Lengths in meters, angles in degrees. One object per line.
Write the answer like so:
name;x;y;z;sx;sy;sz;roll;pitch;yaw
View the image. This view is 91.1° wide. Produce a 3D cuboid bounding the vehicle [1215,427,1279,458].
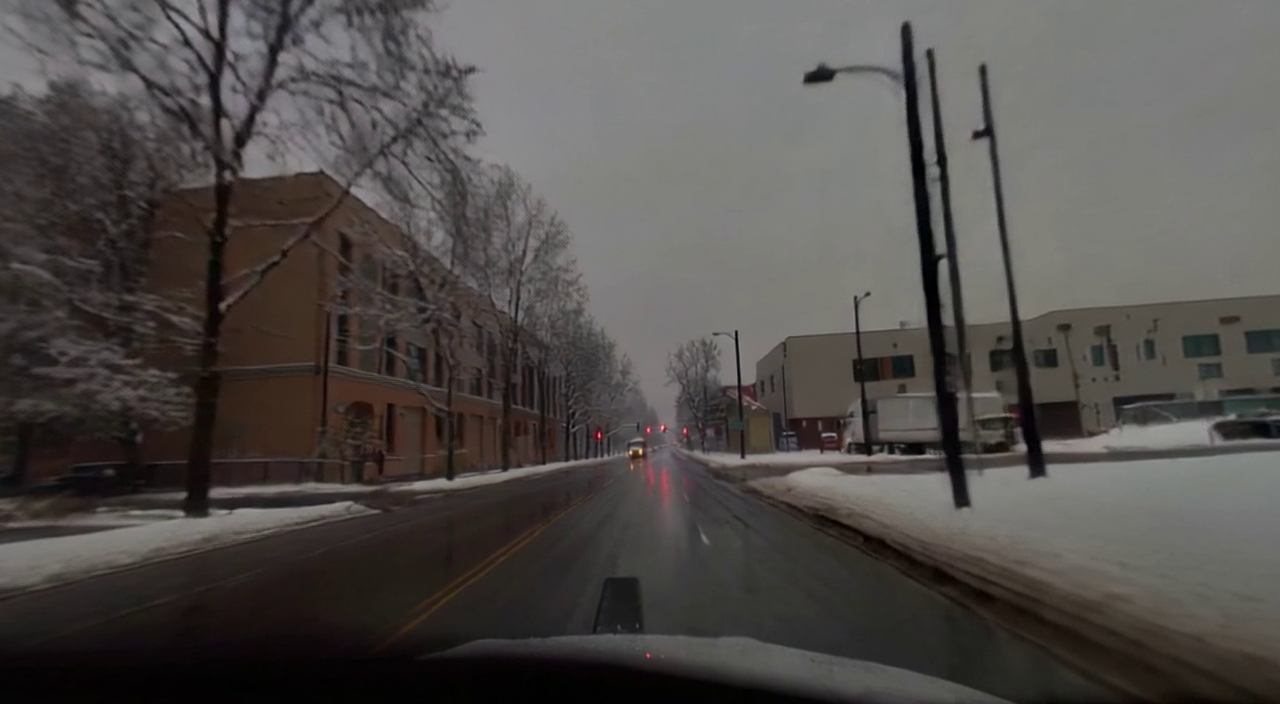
vehicle;32.418;4.729;32.747;1.635;1.503;3.463;-2;-9;2
